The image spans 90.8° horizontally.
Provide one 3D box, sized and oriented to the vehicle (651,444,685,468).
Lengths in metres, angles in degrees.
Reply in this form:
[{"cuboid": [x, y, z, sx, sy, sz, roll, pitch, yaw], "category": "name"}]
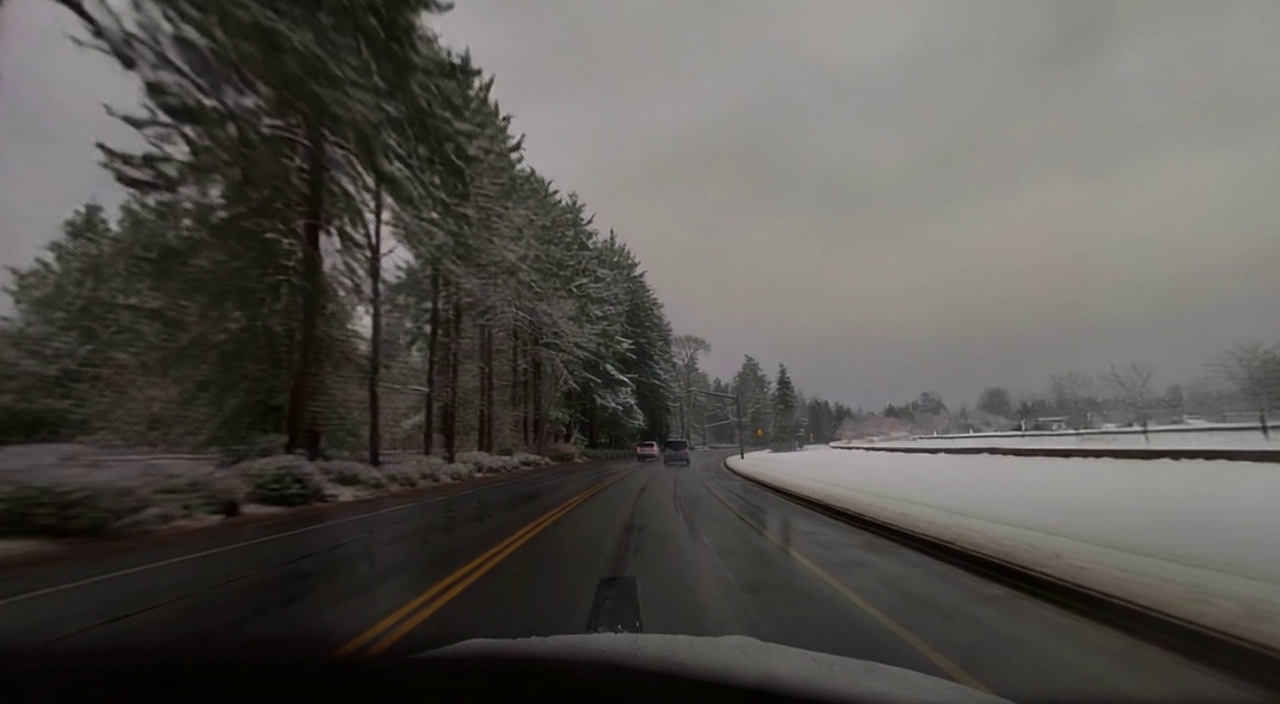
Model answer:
[{"cuboid": [1.900, 6.881, 42.037, 2.071, 1.474, 4.047, -1, -8, 5], "category": "vehicle"}]
